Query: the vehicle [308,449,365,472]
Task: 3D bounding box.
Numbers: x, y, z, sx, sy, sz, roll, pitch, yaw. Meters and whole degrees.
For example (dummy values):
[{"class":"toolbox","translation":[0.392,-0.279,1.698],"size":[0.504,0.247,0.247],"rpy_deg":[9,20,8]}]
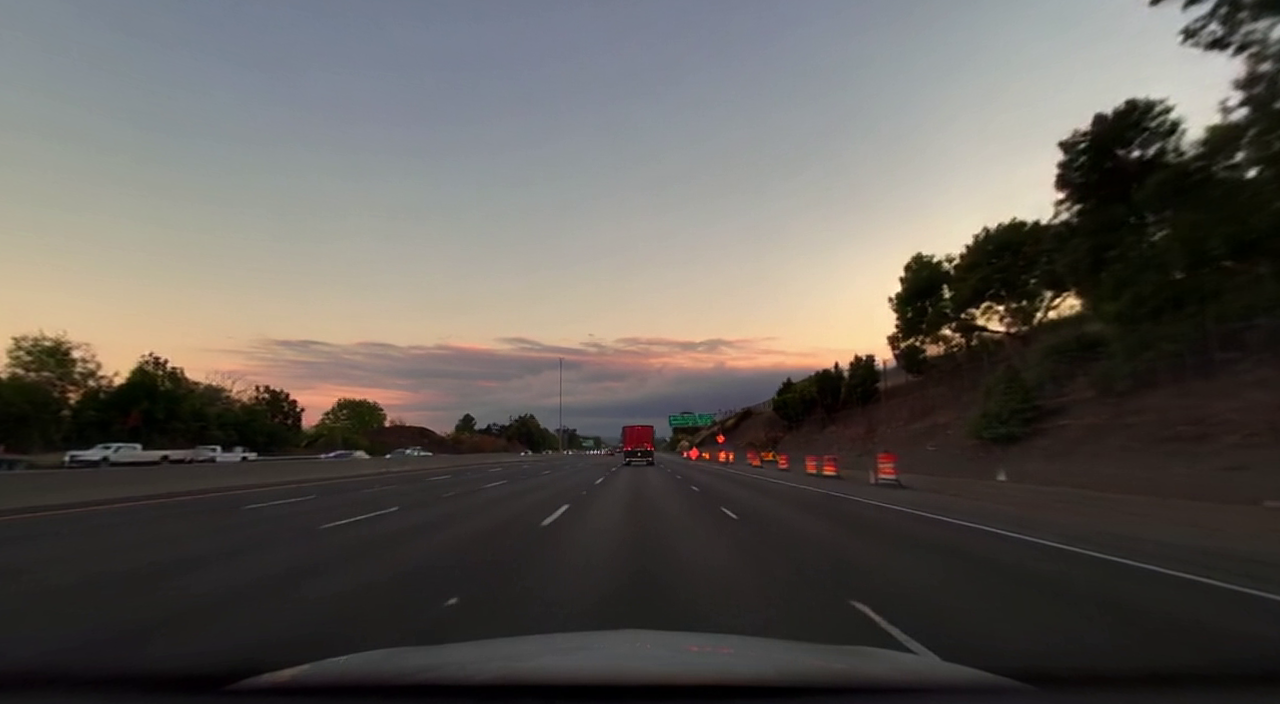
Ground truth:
[{"class":"vehicle","translation":[-20.402,7.277,42.466],"size":[1.953,1.484,3.843],"rpy_deg":[0,-9,0]}]
